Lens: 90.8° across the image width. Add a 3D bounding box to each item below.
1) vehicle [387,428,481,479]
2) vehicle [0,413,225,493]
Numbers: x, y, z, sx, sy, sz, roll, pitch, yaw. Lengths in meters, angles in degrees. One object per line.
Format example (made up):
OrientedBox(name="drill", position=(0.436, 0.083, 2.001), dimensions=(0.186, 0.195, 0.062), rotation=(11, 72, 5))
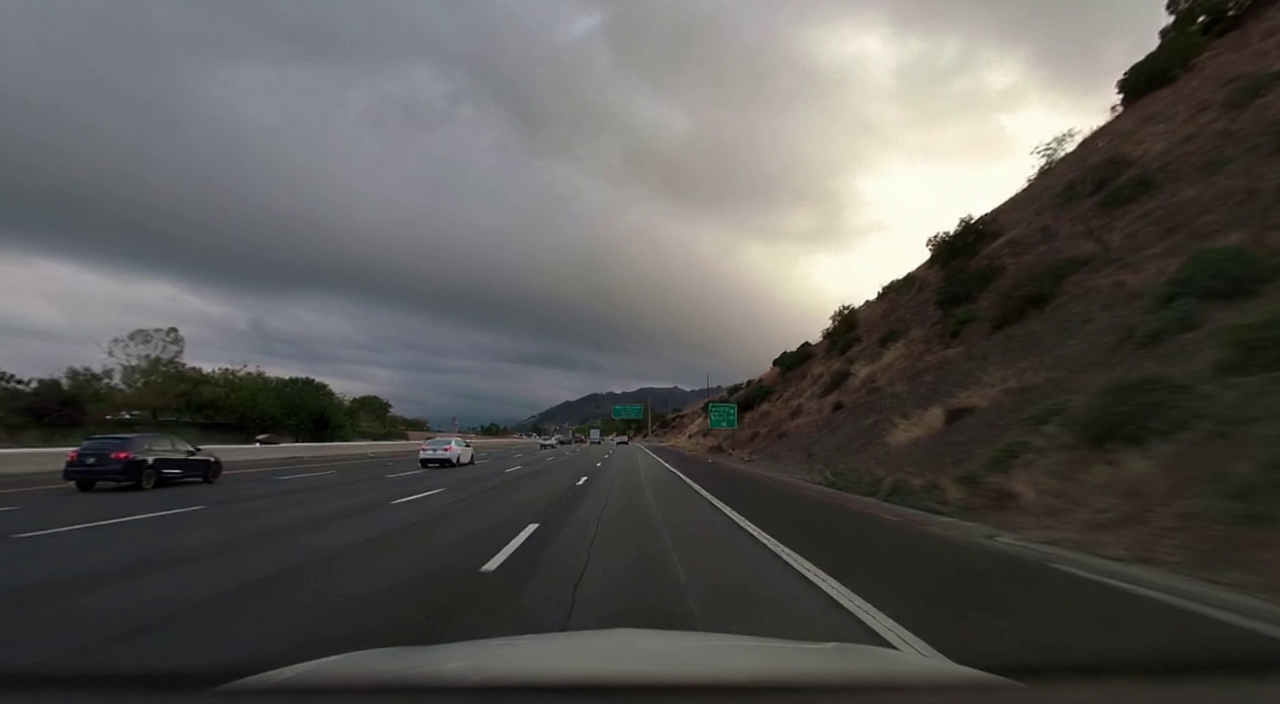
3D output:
OrientedBox(name="vehicle", position=(-7.617, 3.819, 23.864), dimensions=(2.104, 1.715, 4.319), rotation=(0, -9, 0))
OrientedBox(name="vehicle", position=(-15.099, 2.929, 18.489), dimensions=(2.240, 1.953, 5.452), rotation=(0, -9, -1))
